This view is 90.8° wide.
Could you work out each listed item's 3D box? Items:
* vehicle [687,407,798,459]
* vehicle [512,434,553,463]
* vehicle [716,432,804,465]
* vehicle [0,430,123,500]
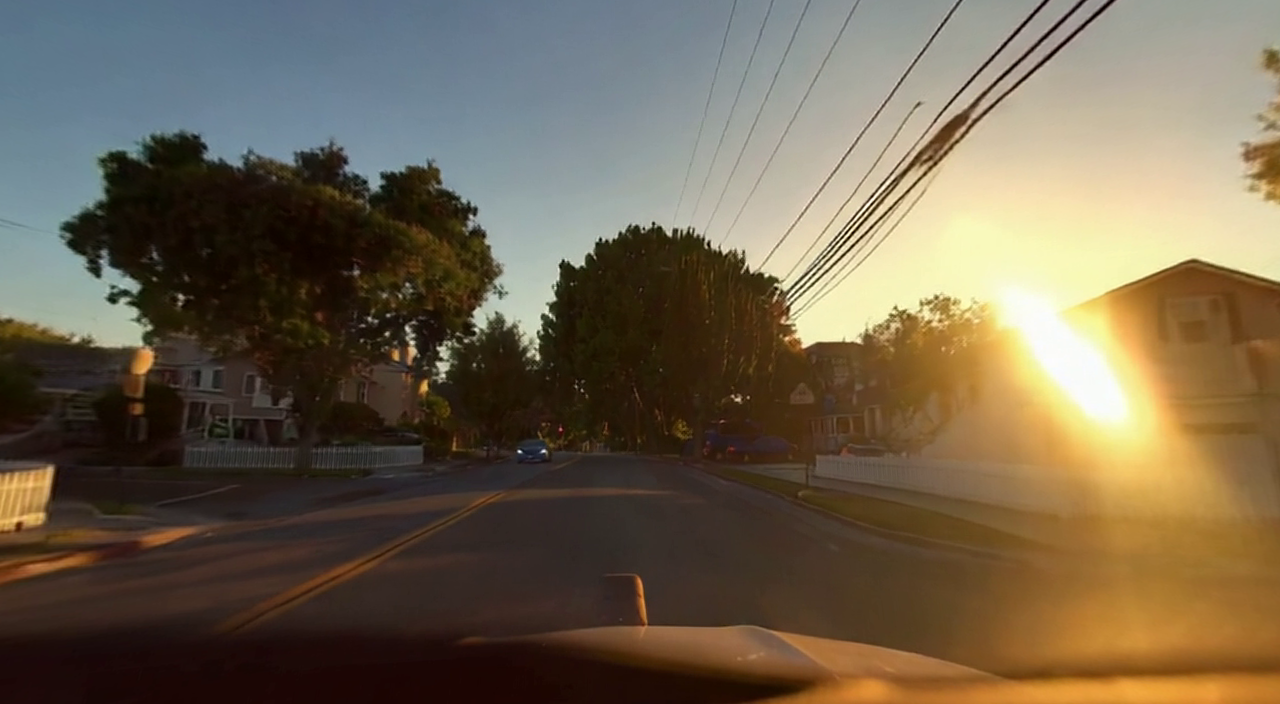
[{"bbox_3d":[7.142,5.724,44.527,7.115,3.010,2.378,-3,-9,-8],"label":"vehicle"},{"bbox_3d":[-5.989,5.425,35.724,1.892,1.501,4.335,1,-7,-5],"label":"vehicle"},{"bbox_3d":[6.660,5.412,35.463,4.412,1.565,1.957,-2,-7,-2],"label":"vehicle"},{"bbox_3d":[-14.975,2.493,14.281,4.751,1.459,1.996,0,-7,-2],"label":"vehicle"}]
